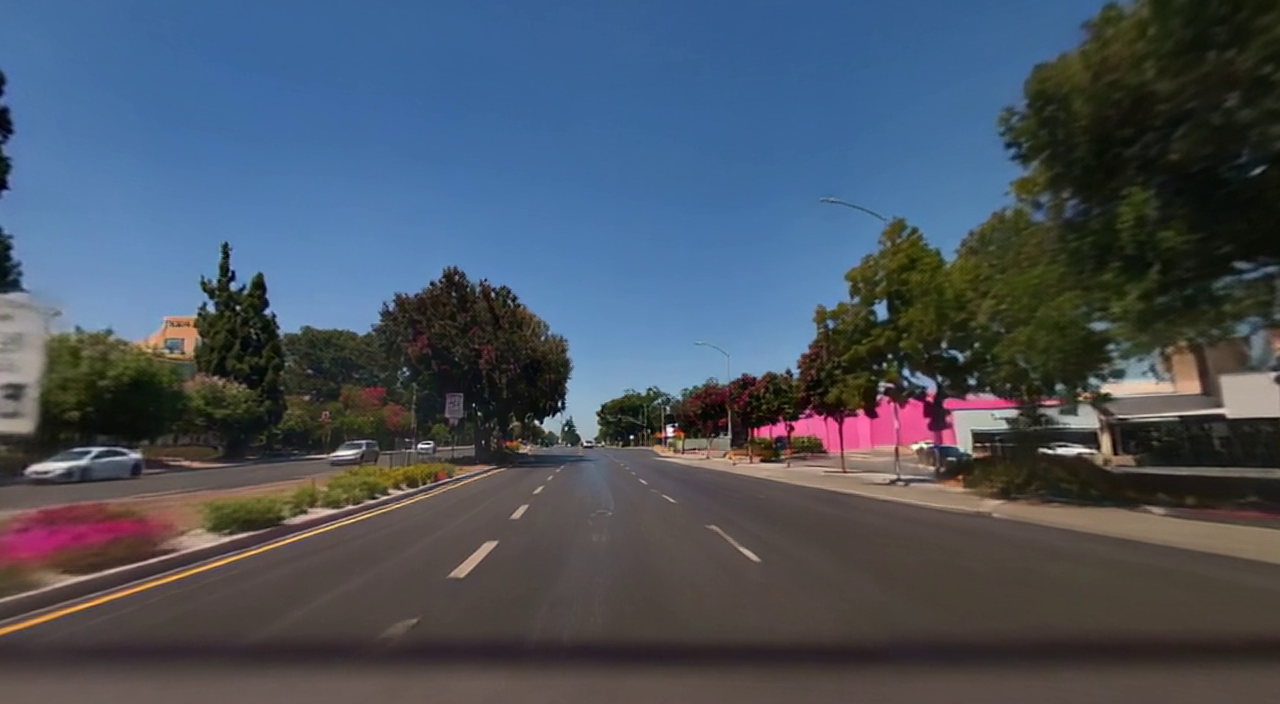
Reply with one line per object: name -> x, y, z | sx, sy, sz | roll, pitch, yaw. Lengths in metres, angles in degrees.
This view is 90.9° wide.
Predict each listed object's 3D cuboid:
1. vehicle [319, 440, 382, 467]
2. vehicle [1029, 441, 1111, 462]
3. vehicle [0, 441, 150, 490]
vehicle -> -17.524, 6.147, 38.368 | 1.996, 1.513, 4.278 | 0, -8, -4
vehicle -> 31.639, 7.330, 46.479 | 4.490, 1.425, 2.022 | 0, -8, 1
vehicle -> -20.521, 4.047, 22.905 | 1.954, 1.577, 4.590 | 0, -8, -5
